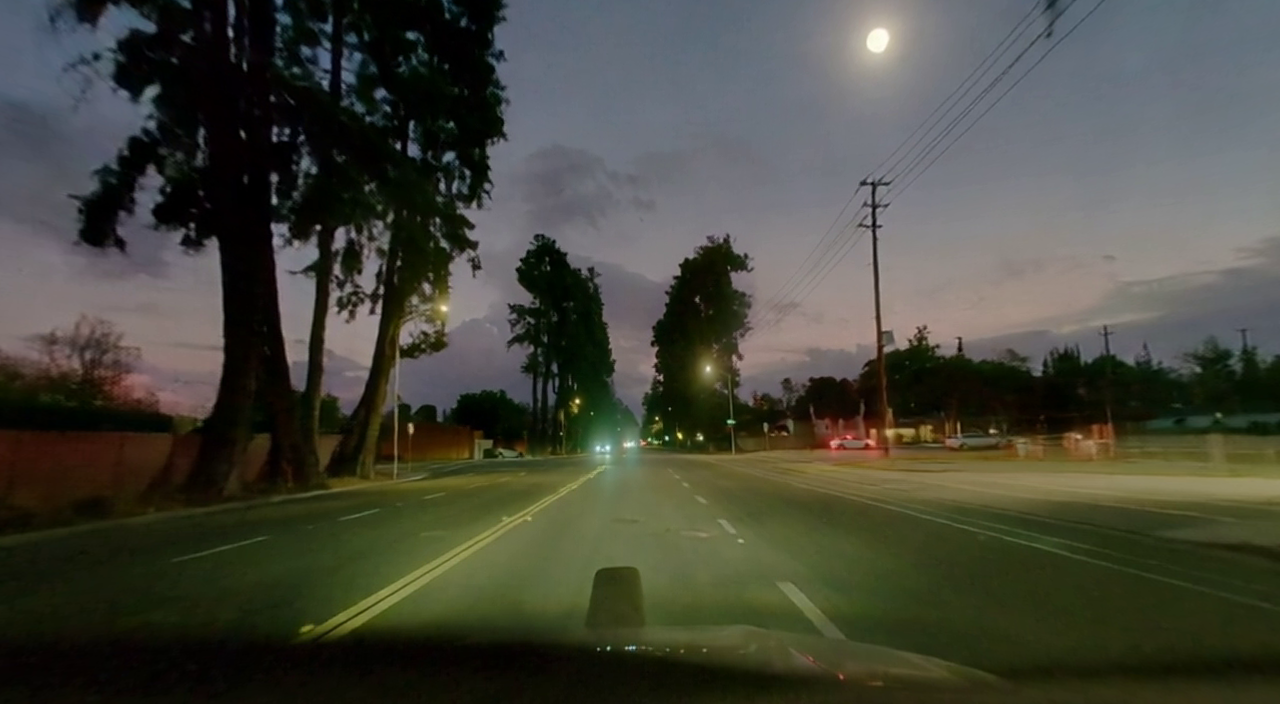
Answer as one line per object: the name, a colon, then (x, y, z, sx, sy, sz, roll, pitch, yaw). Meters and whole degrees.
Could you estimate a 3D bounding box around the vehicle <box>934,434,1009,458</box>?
vehicle: (24.407, 6.932, 46.539, 4.508, 1.687, 2.070, -2, -9, 15)
